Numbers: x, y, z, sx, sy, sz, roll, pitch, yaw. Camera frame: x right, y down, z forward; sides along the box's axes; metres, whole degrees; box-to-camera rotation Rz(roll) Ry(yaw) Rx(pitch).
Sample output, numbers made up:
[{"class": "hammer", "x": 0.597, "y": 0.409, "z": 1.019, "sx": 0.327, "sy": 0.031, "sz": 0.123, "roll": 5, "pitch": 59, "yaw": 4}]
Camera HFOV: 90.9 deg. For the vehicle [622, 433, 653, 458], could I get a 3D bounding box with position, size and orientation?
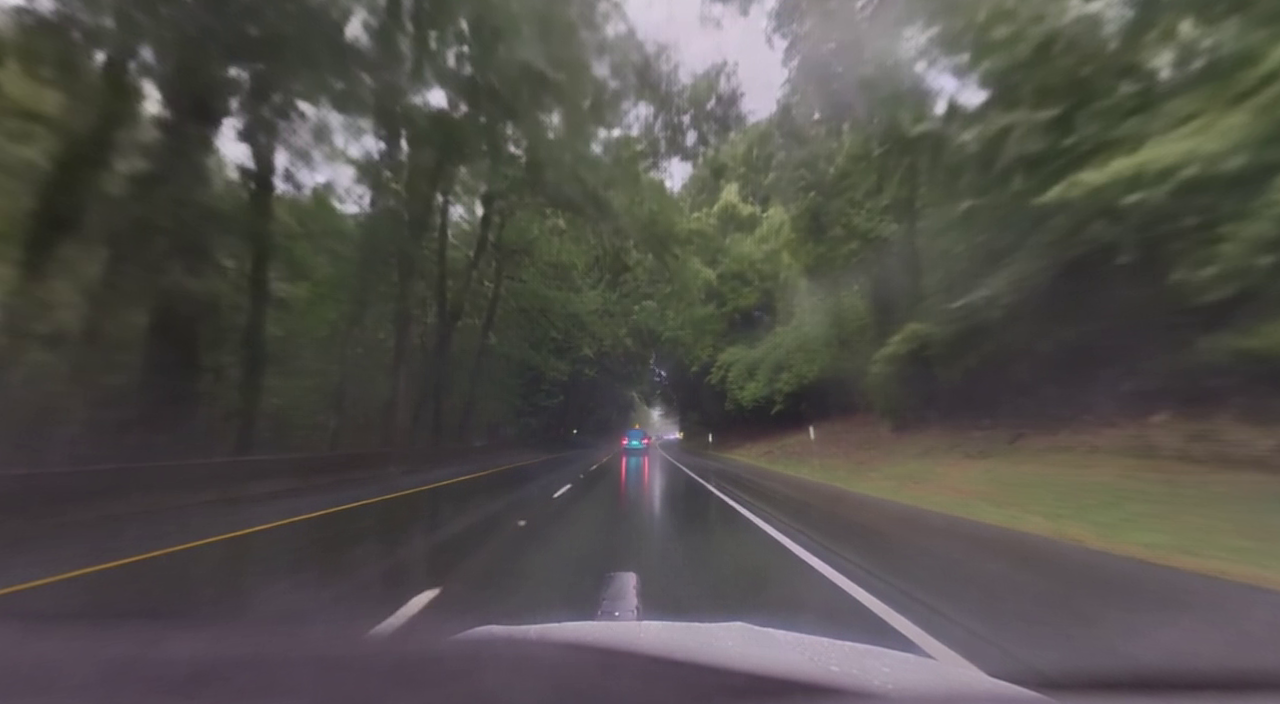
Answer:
[{"class": "vehicle", "x": -0.182, "y": 6.630, "z": 44.678, "sx": 2.094, "sy": 1.653, "sz": 4.283, "roll": 0, "pitch": -8, "yaw": -1}]
